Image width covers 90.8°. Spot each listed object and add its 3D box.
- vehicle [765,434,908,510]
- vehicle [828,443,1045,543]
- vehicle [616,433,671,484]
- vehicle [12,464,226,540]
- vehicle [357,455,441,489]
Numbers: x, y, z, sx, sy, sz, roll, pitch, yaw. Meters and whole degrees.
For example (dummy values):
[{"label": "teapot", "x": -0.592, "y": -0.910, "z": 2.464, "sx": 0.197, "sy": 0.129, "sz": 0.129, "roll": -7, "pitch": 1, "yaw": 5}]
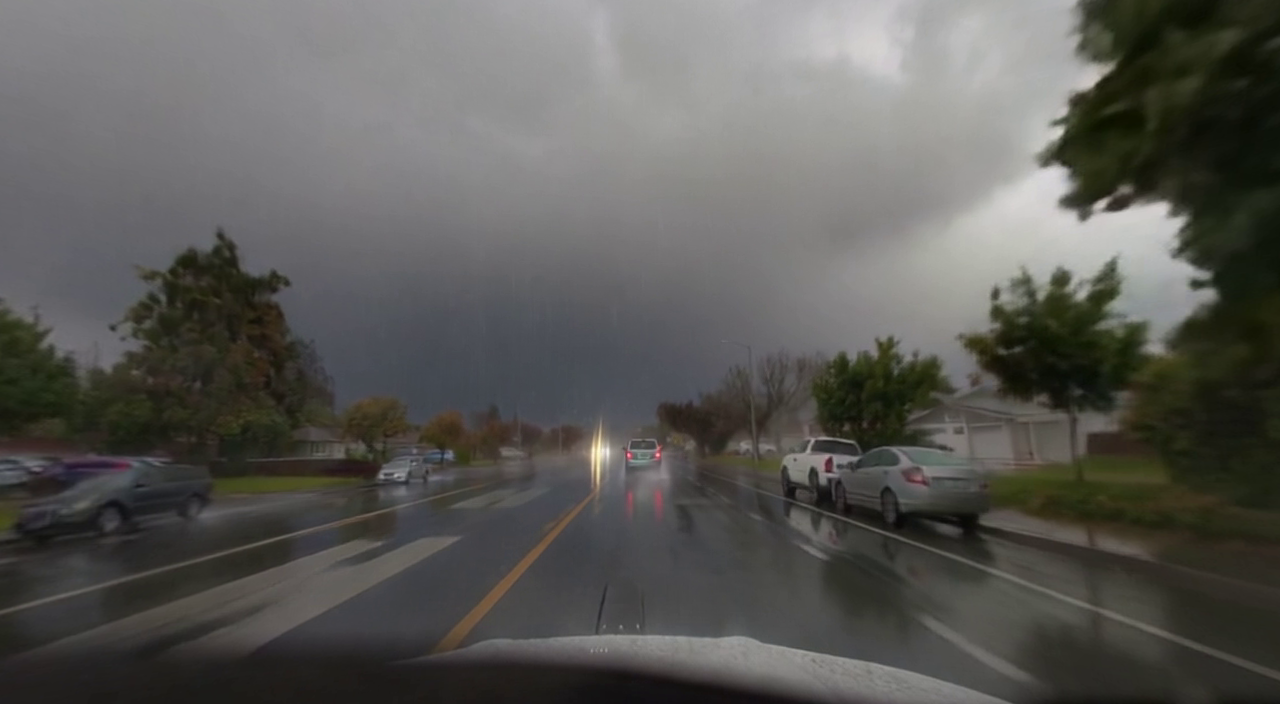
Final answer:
[{"label": "vehicle", "x": 4.958, "y": 3.098, "z": 16.820, "sx": 2.153, "sy": 1.730, "sz": 4.659, "roll": 0, "pitch": -9, "yaw": -2}, {"label": "vehicle", "x": 5.055, "y": 2.423, "z": 11.558, "sx": 1.902, "sy": 1.472, "sz": 4.139, "roll": 0, "pitch": -9, "yaw": -1}, {"label": "vehicle", "x": 0.114, "y": 4.474, "z": 26.867, "sx": 2.153, "sy": 1.942, "sz": 4.767, "roll": 0, "pitch": -9, "yaw": -1}, {"label": "vehicle", "x": -12.260, "y": 3.499, "z": 15.270, "sx": 1.920, "sy": 1.476, "sz": 3.826, "roll": 0, "pitch": -9, "yaw": -2}, {"label": "vehicle", "x": -12.460, "y": 6.221, "z": 33.131, "sx": 2.192, "sy": 1.541, "sz": 5.391, "roll": 0, "pitch": -9, "yaw": 1}]
